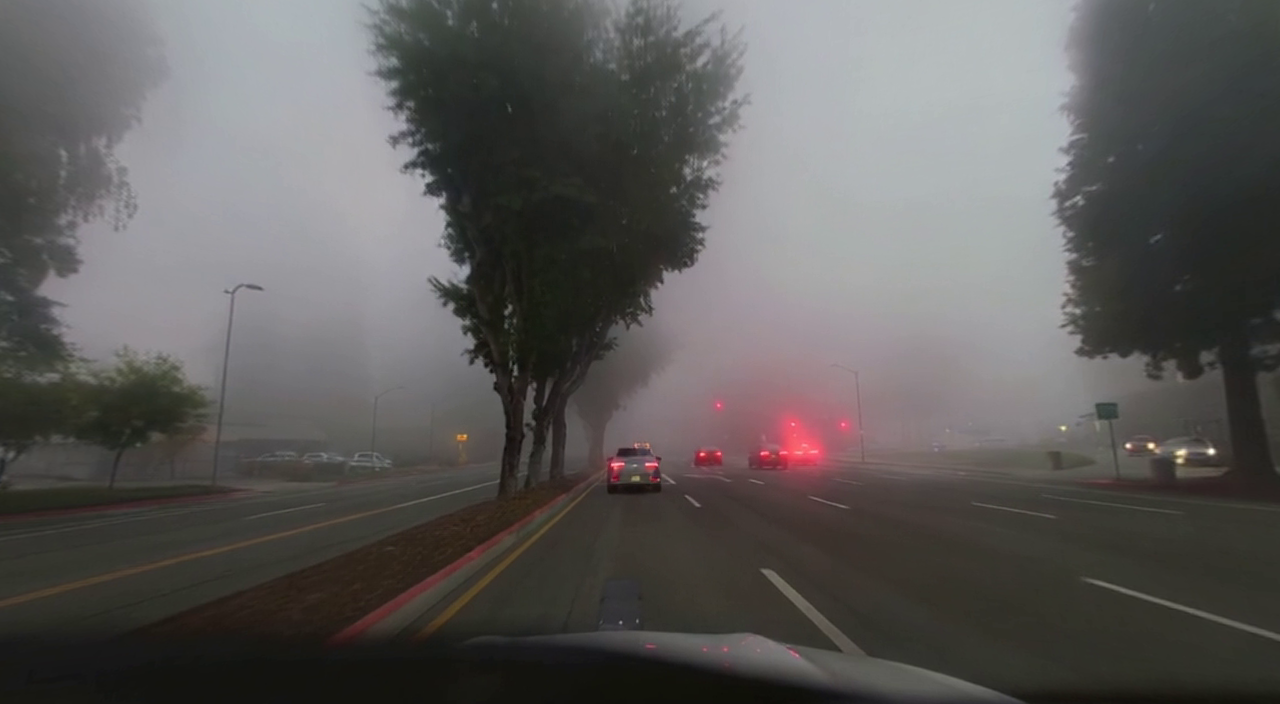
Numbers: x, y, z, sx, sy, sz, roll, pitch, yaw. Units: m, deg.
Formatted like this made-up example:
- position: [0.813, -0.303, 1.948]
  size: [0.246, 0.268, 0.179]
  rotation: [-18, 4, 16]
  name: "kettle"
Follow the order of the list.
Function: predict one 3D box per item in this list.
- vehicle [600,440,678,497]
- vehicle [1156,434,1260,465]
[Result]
- position: [-0.050, 3.377, 18.724]
  size: [2.064, 1.477, 3.968]
  rotation: [0, -9, -1]
  name: "vehicle"
- position: [31.898, 5.479, 35.635]
  size: [1.873, 1.588, 4.133]
  rotation: [-2, -8, -1]
  name: "vehicle"
